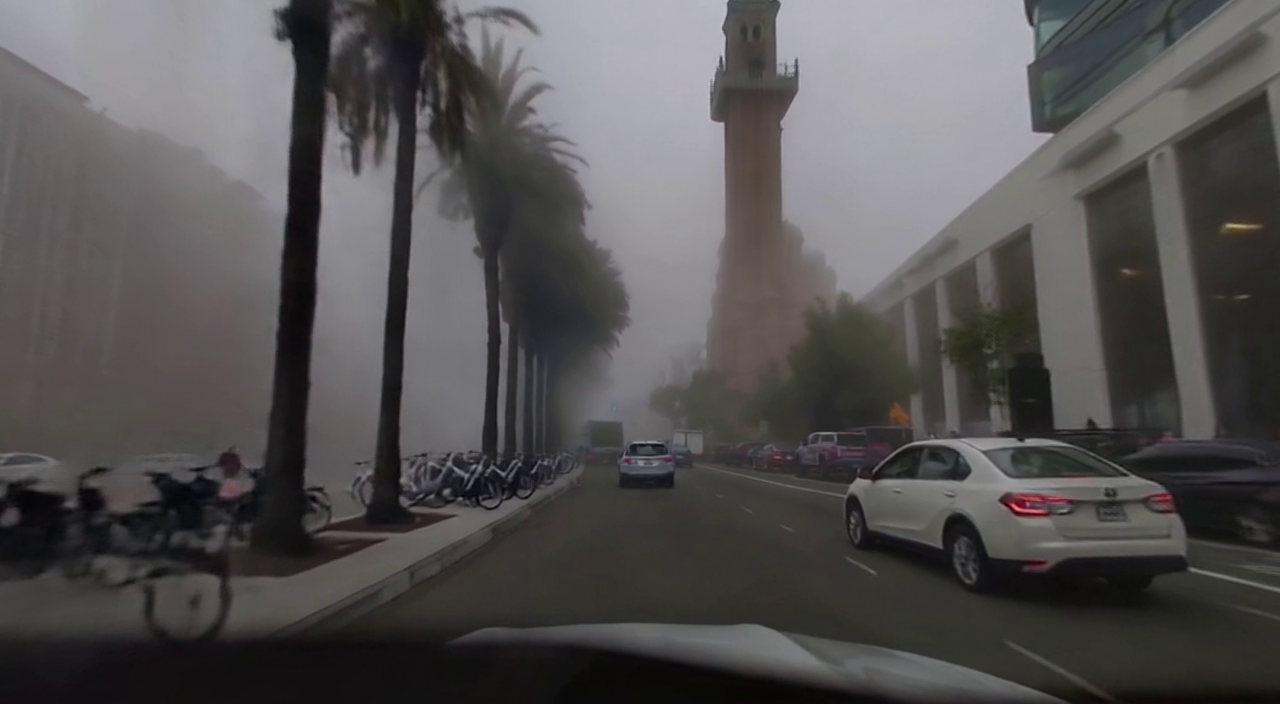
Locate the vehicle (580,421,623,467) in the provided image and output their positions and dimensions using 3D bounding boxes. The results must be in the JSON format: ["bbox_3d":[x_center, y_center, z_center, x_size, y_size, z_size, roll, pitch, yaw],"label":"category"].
[{"bbox_3d":[-2.733,6.345,43.410,2.400,2.872,6.053,1,-9,-8],"label":"vehicle"}]

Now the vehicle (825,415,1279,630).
[{"bbox_3d":[3.898,1.577,6.935,2.116,1.500,4.702,0,-9,-3],"label":"vehicle"}]

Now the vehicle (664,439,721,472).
[{"bbox_3d":[2.638,5.372,32.873,1.981,1.572,4.718,1,-9,-8],"label":"vehicle"}]

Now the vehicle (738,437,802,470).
[{"bbox_3d":[6.986,5.516,34.449,2.067,1.641,4.569,0,-9,-6],"label":"vehicle"}]

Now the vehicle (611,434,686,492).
[{"bbox_3d":[0.158,3.449,19.896,2.111,1.605,3.832,0,-9,-3],"label":"vehicle"}]
